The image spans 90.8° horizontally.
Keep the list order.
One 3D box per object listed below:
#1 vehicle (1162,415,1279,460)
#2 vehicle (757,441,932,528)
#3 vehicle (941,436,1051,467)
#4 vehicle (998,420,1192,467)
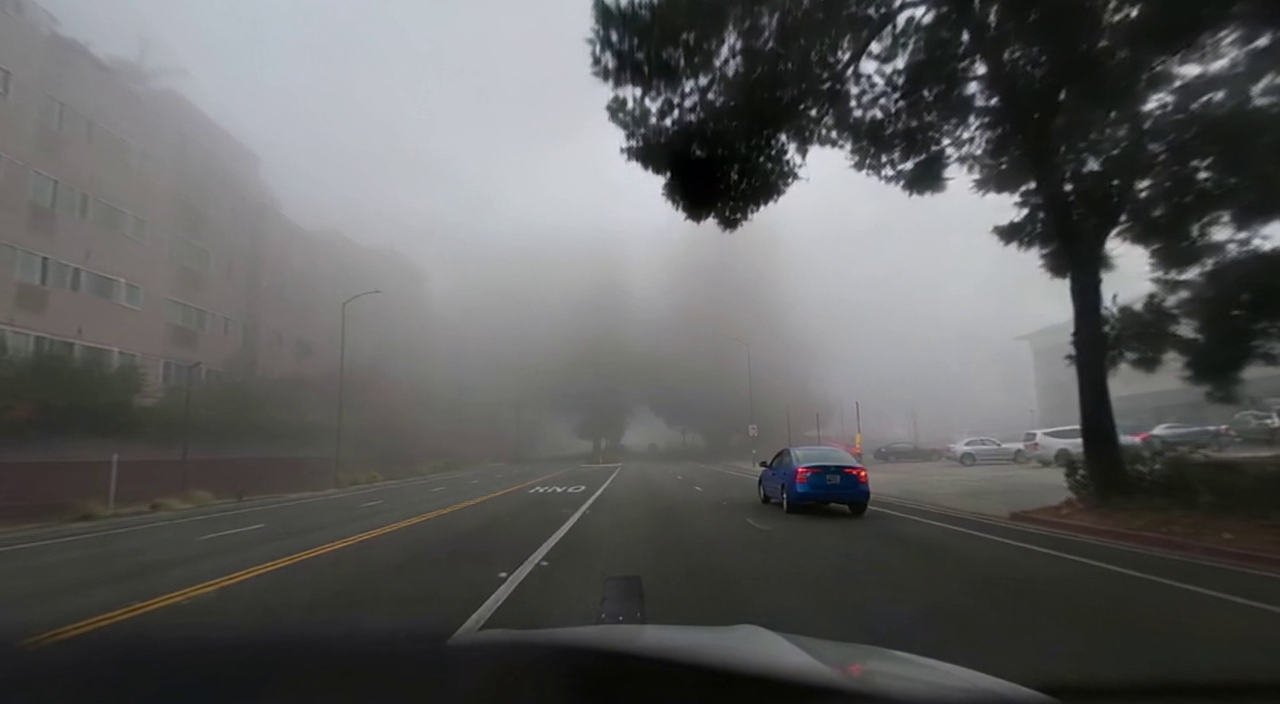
[{"bbox_3d":[34.224,5.040,37.316,2.369,2.475,5.128,0,-7,1],"label":"vehicle"},{"bbox_3d":[3.955,2.627,13.199,2.114,1.493,4.430,0,-8,-1],"label":"vehicle"},{"bbox_3d":[18.409,5.147,32.814,4.436,1.556,1.997,0,-9,-1],"label":"vehicle"},{"bbox_3d":[18.873,3.840,26.500,6.156,1.801,2.491,-1,-9,1],"label":"vehicle"}]
